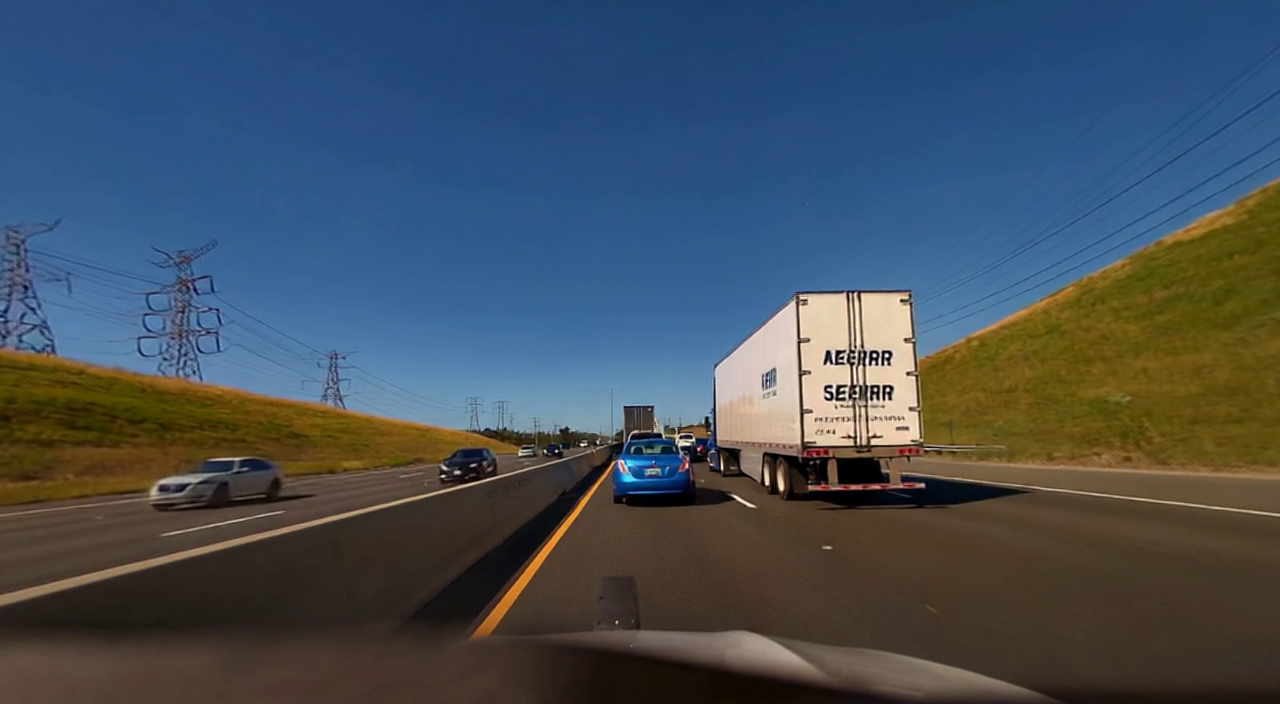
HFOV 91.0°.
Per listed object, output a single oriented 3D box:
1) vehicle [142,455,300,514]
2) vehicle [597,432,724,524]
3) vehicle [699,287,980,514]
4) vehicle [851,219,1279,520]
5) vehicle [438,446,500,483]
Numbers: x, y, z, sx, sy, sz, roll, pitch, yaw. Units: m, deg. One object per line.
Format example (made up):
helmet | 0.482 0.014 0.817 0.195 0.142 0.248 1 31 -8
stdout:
vehicle | -12.377 3.908 19.001 1.918 1.457 4.106 -1 -8 1
vehicle | 0.293 2.291 12.037 2.045 1.446 3.597 0 -8 -1
vehicle | 4.220 1.813 18.435 3.138 4.065 14.276 0 -8 -2
vehicle | 8.679 1.038 14.777 2.845 4.146 12.401 0 -8 -1
vehicle | -8.049 5.303 29.988 1.926 1.606 3.853 -1 -8 -1
